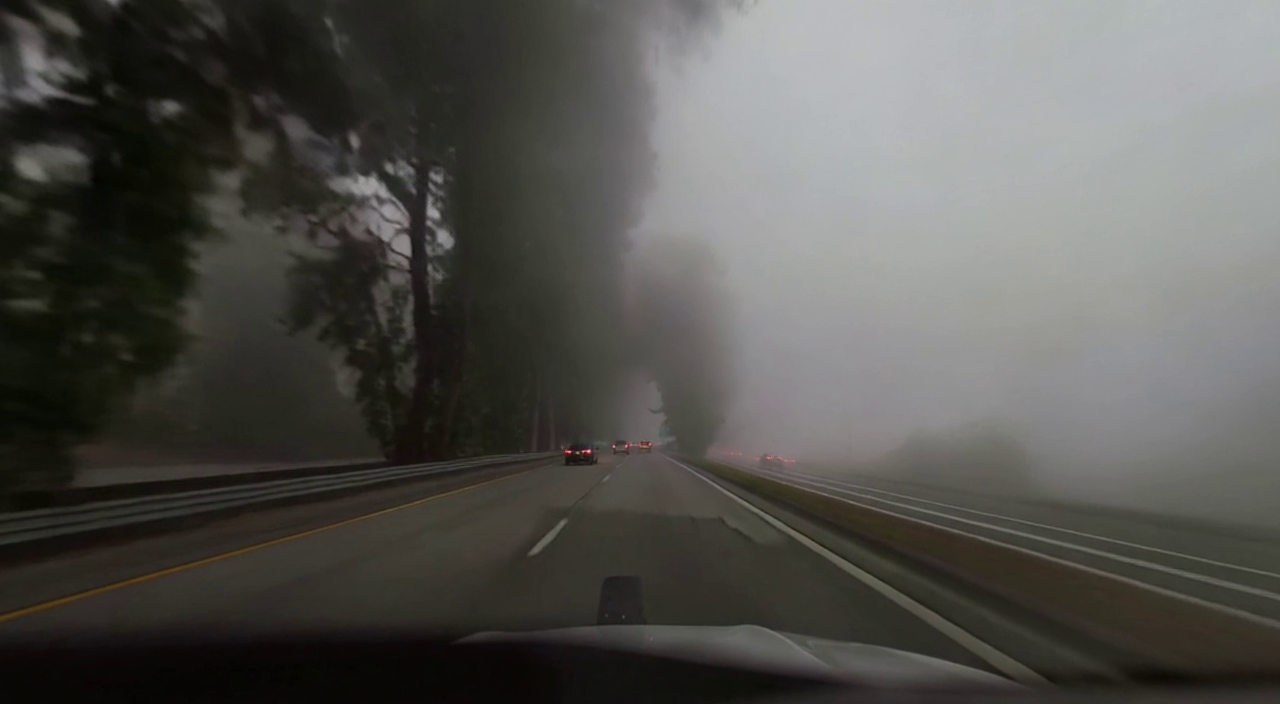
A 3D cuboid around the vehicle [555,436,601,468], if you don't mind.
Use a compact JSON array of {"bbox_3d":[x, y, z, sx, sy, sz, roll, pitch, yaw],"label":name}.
[{"bbox_3d":[-3.245,5.341,33.624,2.025,1.571,3.662,0,-9,0],"label":"vehicle"}]
